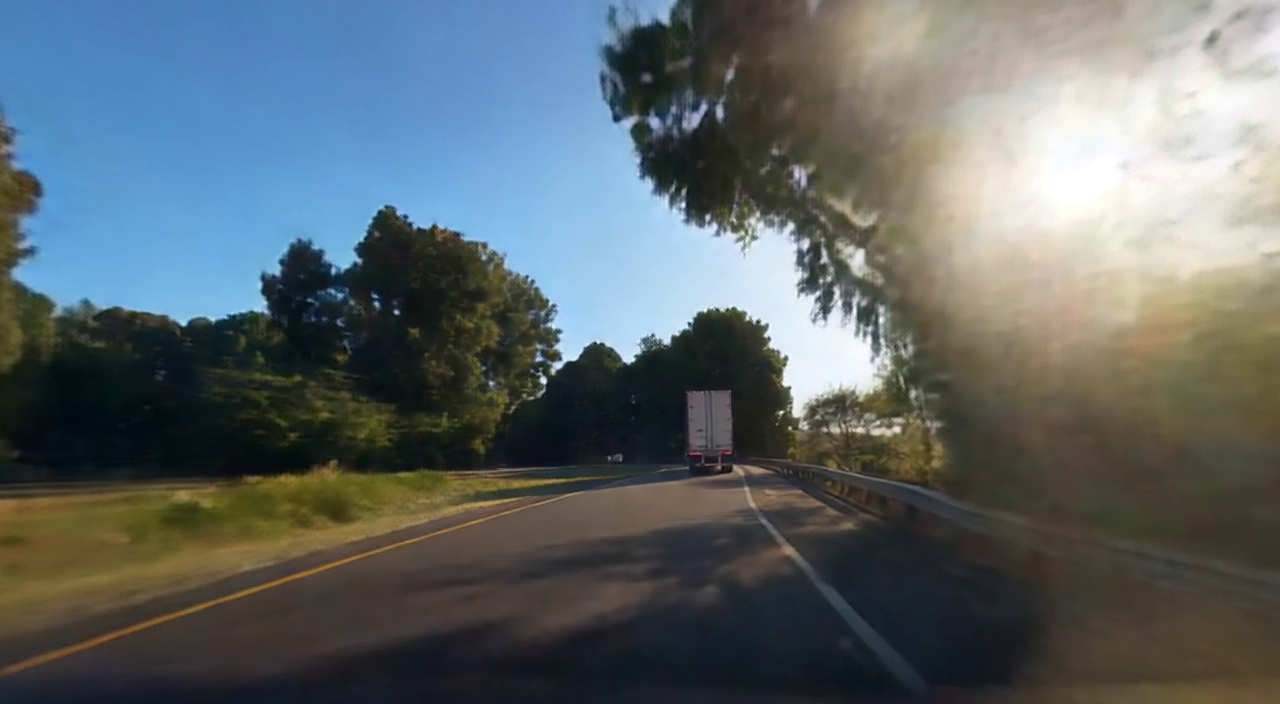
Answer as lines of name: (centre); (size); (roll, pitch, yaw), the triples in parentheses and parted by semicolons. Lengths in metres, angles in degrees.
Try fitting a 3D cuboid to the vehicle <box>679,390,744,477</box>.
vehicle: (4.315, 4.968, 37.525); (3.087, 4.178, 13.682); (-1, -8, 7)
